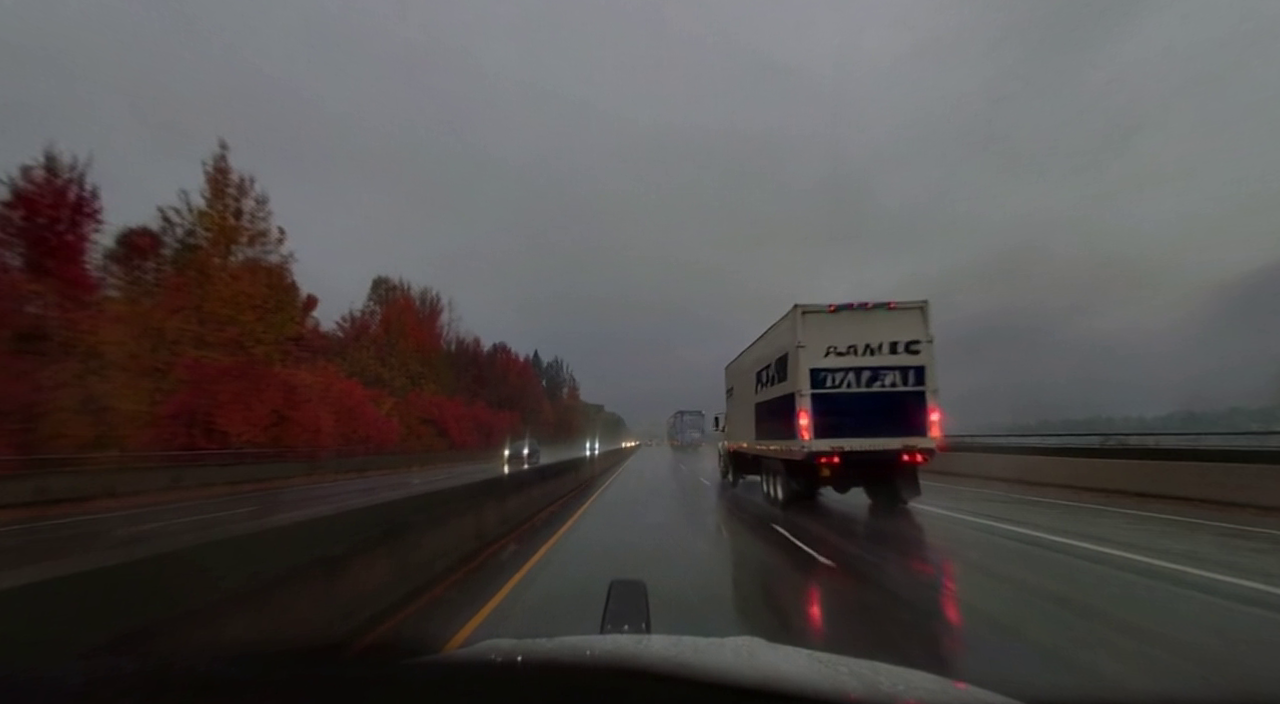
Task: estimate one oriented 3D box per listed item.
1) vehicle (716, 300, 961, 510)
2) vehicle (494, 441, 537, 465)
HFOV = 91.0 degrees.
[{"bbox_3d":[4.510,1.936,18.681,2.864,3.962,13.768,0,-8,0],"label":"vehicle"},{"bbox_3d":[-9.253,7.546,47.109,2.019,1.697,4.634,0,-8,3],"label":"vehicle"}]
